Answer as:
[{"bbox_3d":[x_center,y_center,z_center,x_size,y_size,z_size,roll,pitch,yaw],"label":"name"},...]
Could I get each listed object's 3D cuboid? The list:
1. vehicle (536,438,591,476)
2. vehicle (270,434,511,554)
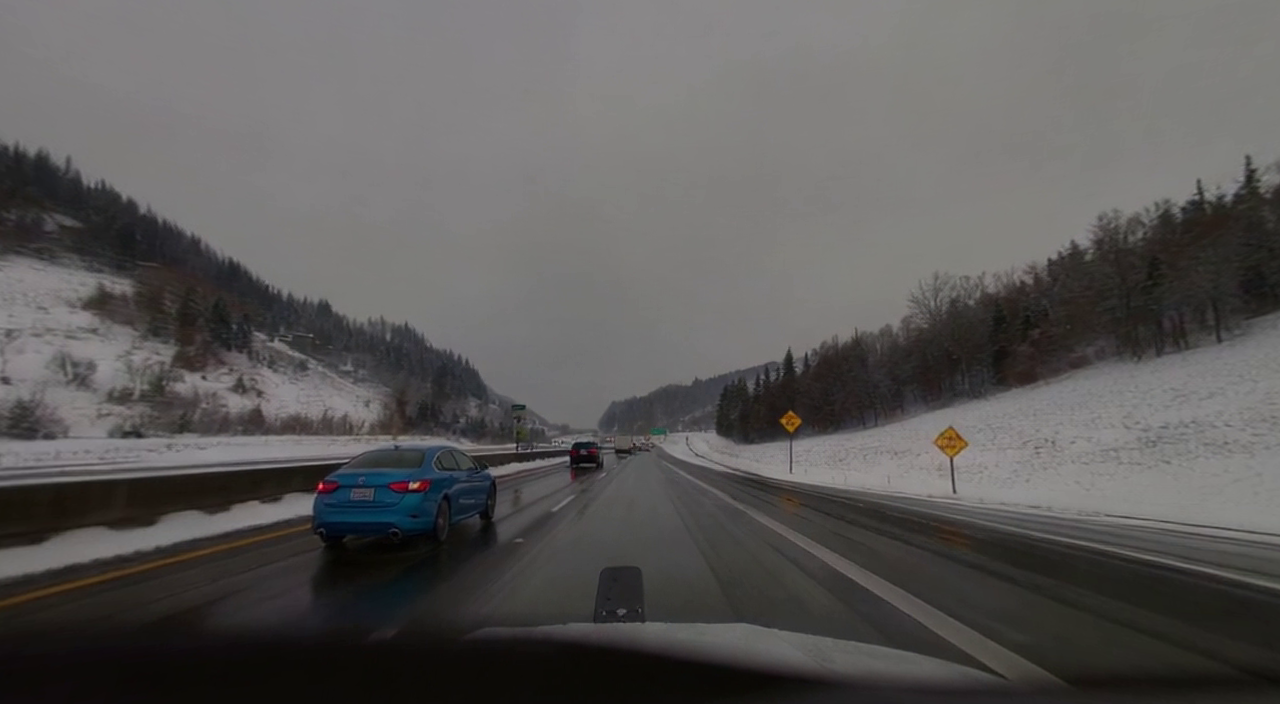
[{"bbox_3d":[-3.566,4.991,30.148,2.073,1.694,4.162,0,-9,1],"label":"vehicle"},{"bbox_3d":[-3.524,2.095,10.029,1.988,1.440,4.504,0,-9,0],"label":"vehicle"}]
